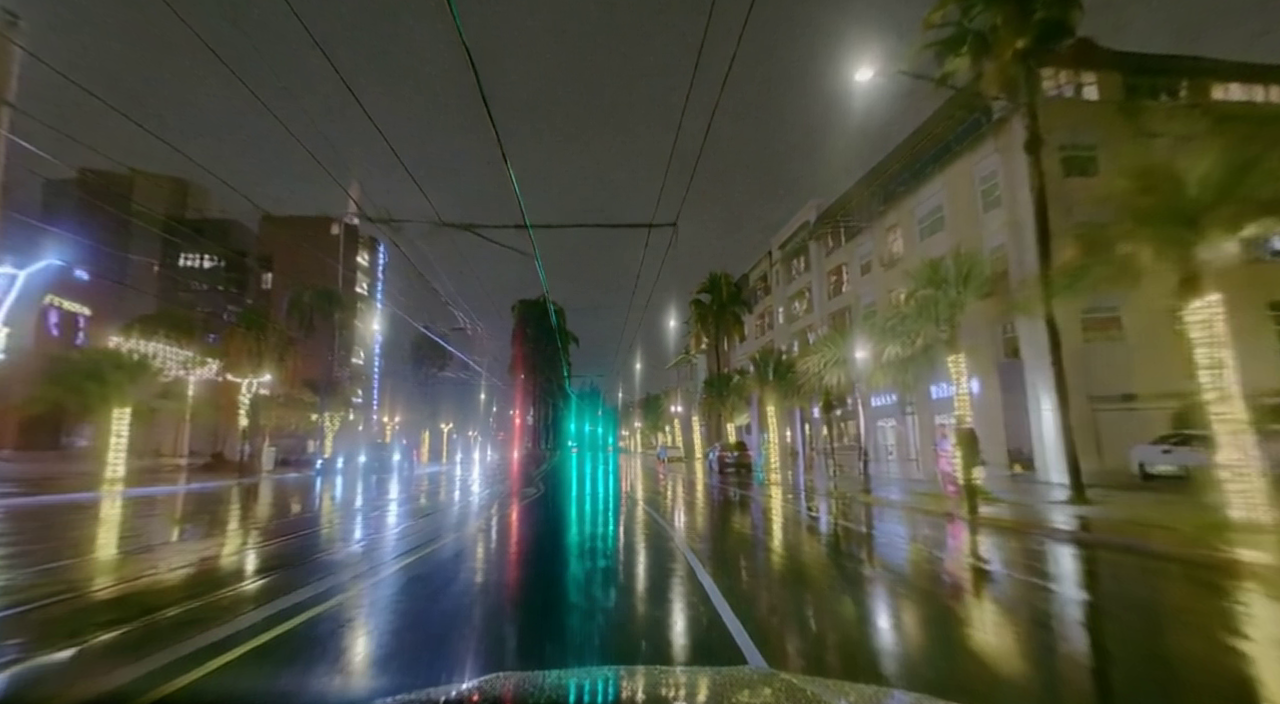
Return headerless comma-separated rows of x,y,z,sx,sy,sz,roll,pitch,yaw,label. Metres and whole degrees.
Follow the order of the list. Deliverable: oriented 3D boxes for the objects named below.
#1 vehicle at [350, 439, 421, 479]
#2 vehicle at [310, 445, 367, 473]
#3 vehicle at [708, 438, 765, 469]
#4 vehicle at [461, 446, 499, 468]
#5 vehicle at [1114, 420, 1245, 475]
-13.138,5.537,32.895,2.127,1.892,4.655,1,-8,-6,vehicle
-20.480,7.247,43.002,1.974,1.808,4.373,1,-8,-5,vehicle
5.543,5.892,36.927,1.995,1.677,4.863,1,-8,-8,vehicle
-11.823,7.752,46.769,2.013,1.590,4.241,1,-8,-5,vehicle
16.207,2.902,19.227,1.983,1.461,4.547,-5,-9,28,vehicle
